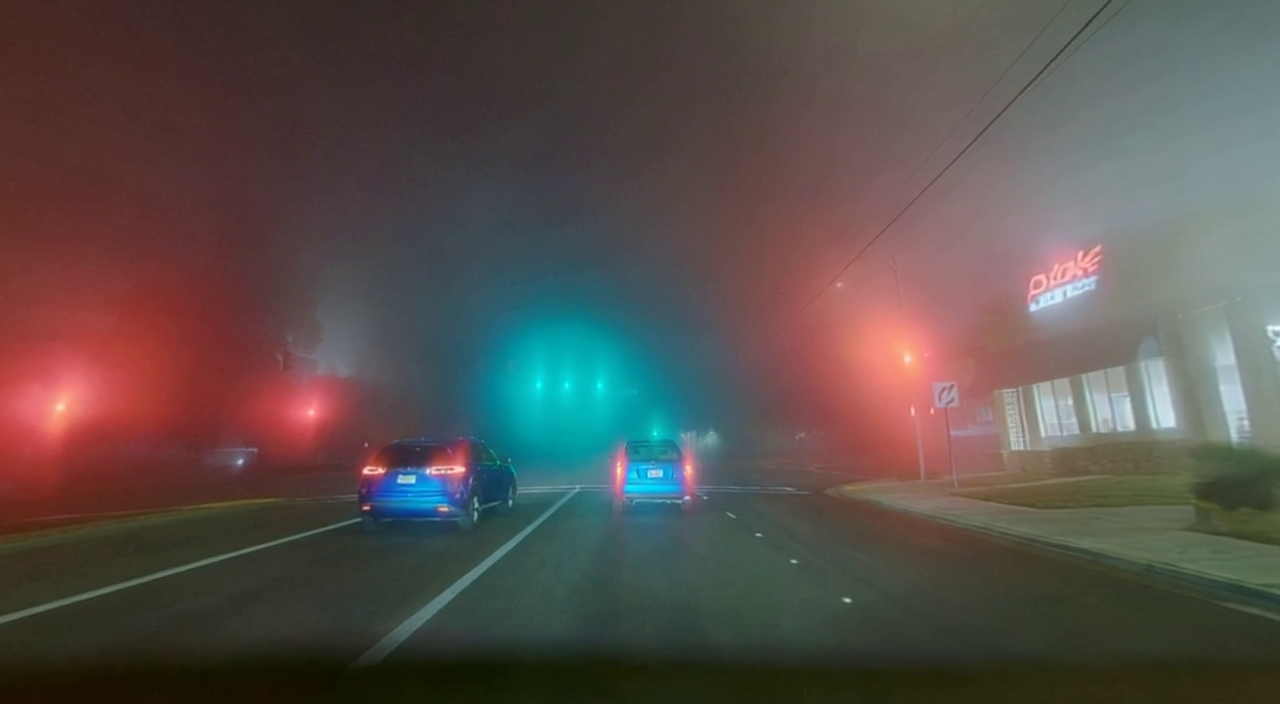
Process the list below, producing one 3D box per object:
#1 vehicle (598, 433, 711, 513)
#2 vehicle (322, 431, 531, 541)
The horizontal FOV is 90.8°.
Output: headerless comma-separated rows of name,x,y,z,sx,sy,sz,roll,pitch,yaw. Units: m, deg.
vehicle,0.247,2.531,13.698,2.059,1.456,4.047,0,-8,0
vehicle,-3.301,2.162,10.873,2.032,1.467,4.411,0,-8,0
